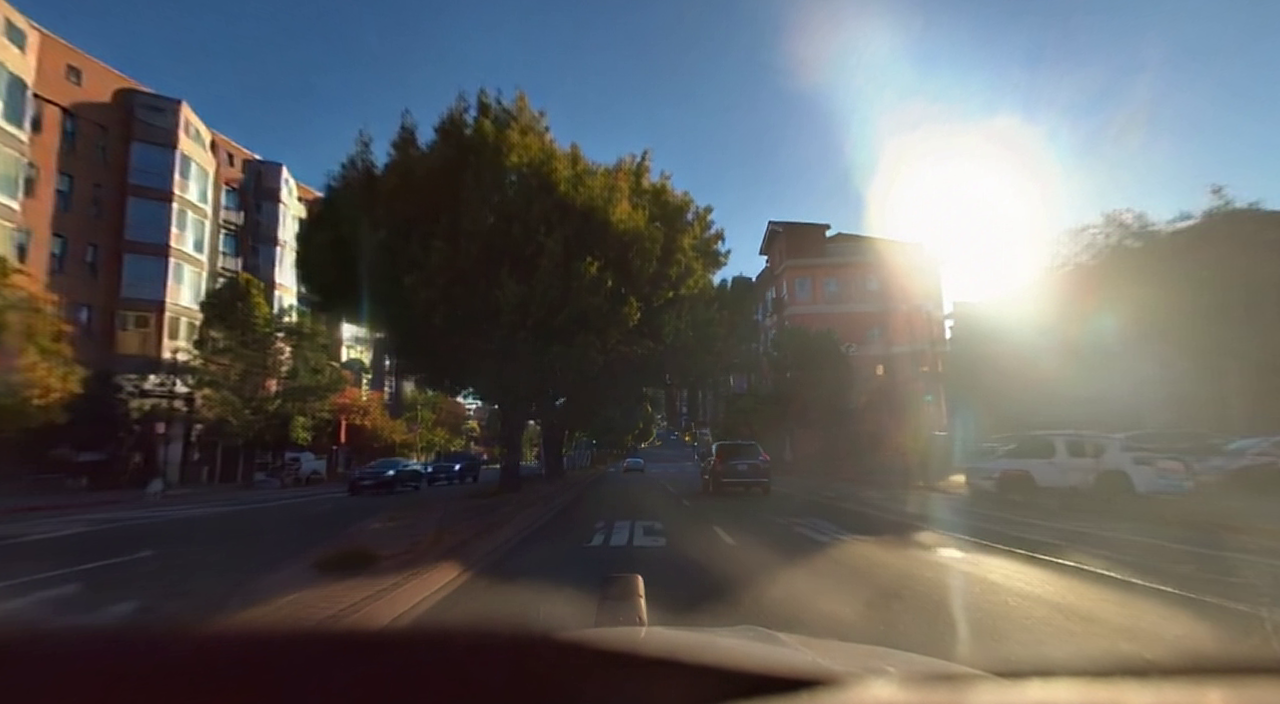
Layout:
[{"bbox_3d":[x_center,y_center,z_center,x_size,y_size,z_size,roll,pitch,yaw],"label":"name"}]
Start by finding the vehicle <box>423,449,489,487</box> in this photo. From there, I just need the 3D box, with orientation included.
[{"bbox_3d":[-9.556,6.029,33.234,1.939,1.744,5.079,0,-8,0],"label":"vehicle"}]

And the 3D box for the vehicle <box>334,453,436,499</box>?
[{"bbox_3d":[-9.377,4.573,23.691,1.905,1.451,4.425,0,-8,1],"label":"vehicle"}]

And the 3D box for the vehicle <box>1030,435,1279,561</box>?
[{"bbox_3d":[8.633,2.048,9.607,1.940,1.512,5.129,0,-8,-3],"label":"vehicle"}]

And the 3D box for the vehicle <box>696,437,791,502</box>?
[{"bbox_3d":[3.188,3.721,20.525,2.129,1.844,4.767,0,-8,-2],"label":"vehicle"}]
